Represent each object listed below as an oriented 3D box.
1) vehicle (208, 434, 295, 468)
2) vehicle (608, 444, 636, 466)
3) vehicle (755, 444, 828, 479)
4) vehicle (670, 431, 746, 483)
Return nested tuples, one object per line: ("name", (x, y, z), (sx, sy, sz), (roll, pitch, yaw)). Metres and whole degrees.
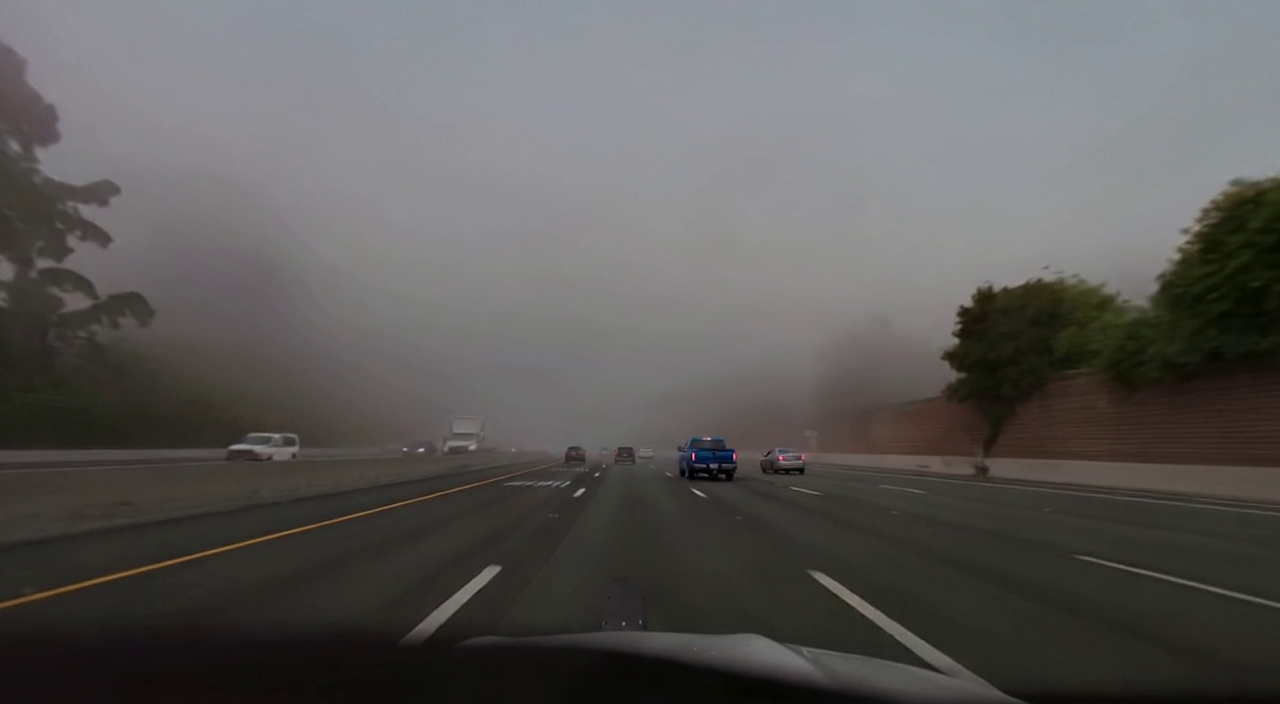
("vehicle", (-22.150, 5.659, 36.238), (2.003, 1.805, 5.022), (0, -8, -2))
("vehicle", (-1.436, 7.886, 48.535), (2.050, 1.607, 3.821), (0, -8, -4))
("vehicle", (7.049, 5.115, 29.872), (1.976, 1.485, 4.925), (0, -8, -4))
("vehicle", (2.733, 4.412, 26.910), (2.374, 1.952, 5.431), (0, -8, -3))
